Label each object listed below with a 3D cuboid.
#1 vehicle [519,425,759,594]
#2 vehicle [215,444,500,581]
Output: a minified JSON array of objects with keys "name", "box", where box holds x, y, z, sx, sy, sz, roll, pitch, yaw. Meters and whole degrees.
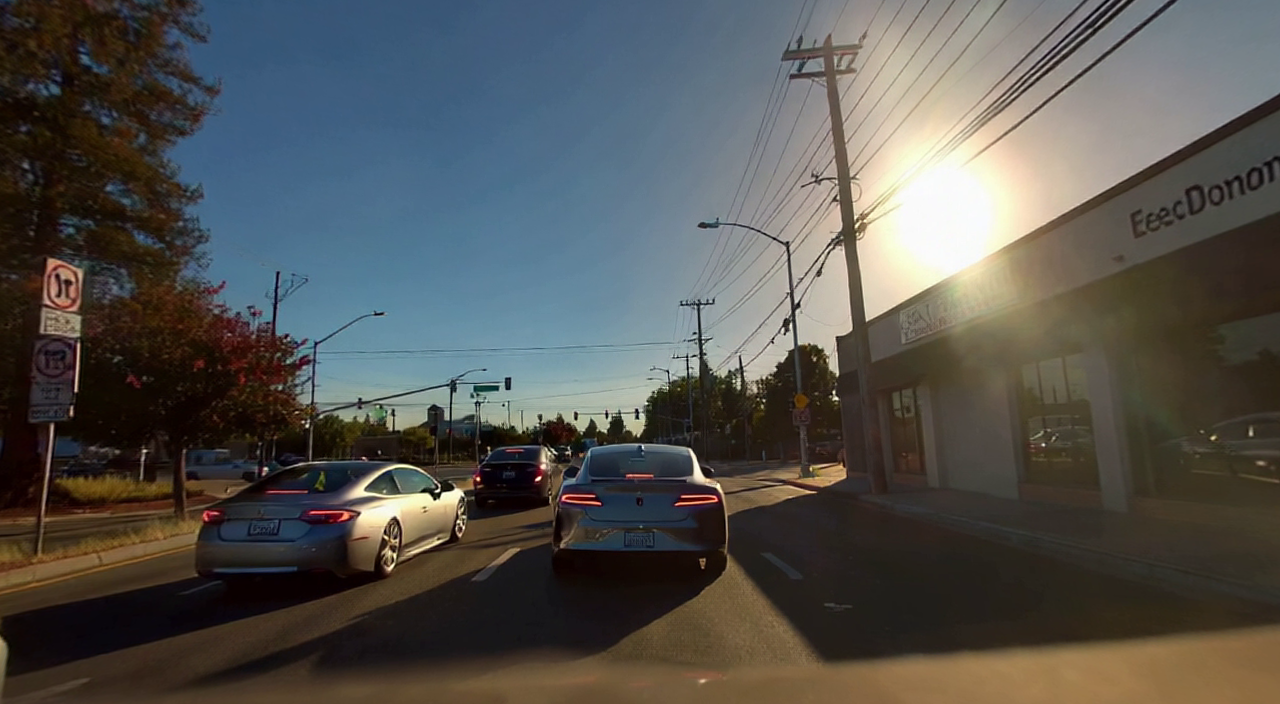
[{"name":"vehicle","box":[-0.016,1.683,7.577,2.101,1.469,3.955,0,-9,0]},{"name":"vehicle","box":[-3.212,1.871,8.206,1.765,1.319,4.013,0,-9,2]}]
